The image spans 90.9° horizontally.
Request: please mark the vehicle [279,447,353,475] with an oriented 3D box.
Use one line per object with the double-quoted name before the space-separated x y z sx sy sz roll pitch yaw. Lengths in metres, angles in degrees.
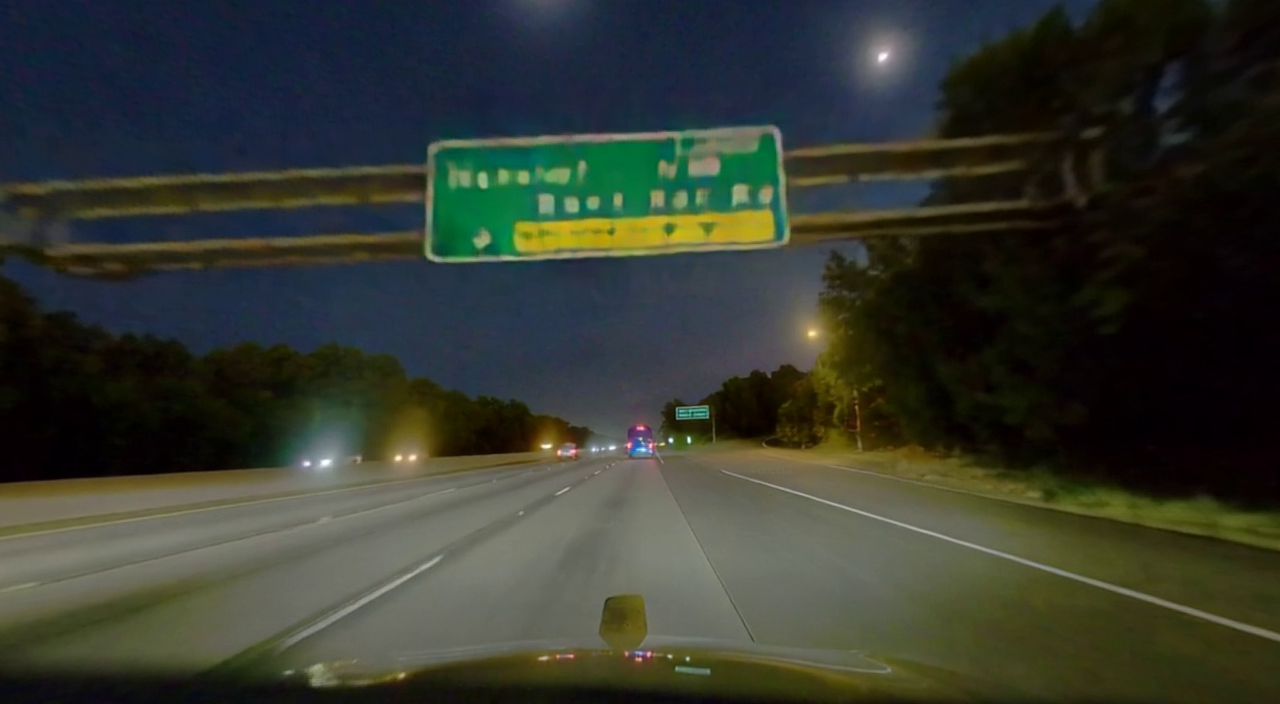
"vehicle" -21.796 7.340 42.749 2.017 1.737 5.648 0 -8 1
